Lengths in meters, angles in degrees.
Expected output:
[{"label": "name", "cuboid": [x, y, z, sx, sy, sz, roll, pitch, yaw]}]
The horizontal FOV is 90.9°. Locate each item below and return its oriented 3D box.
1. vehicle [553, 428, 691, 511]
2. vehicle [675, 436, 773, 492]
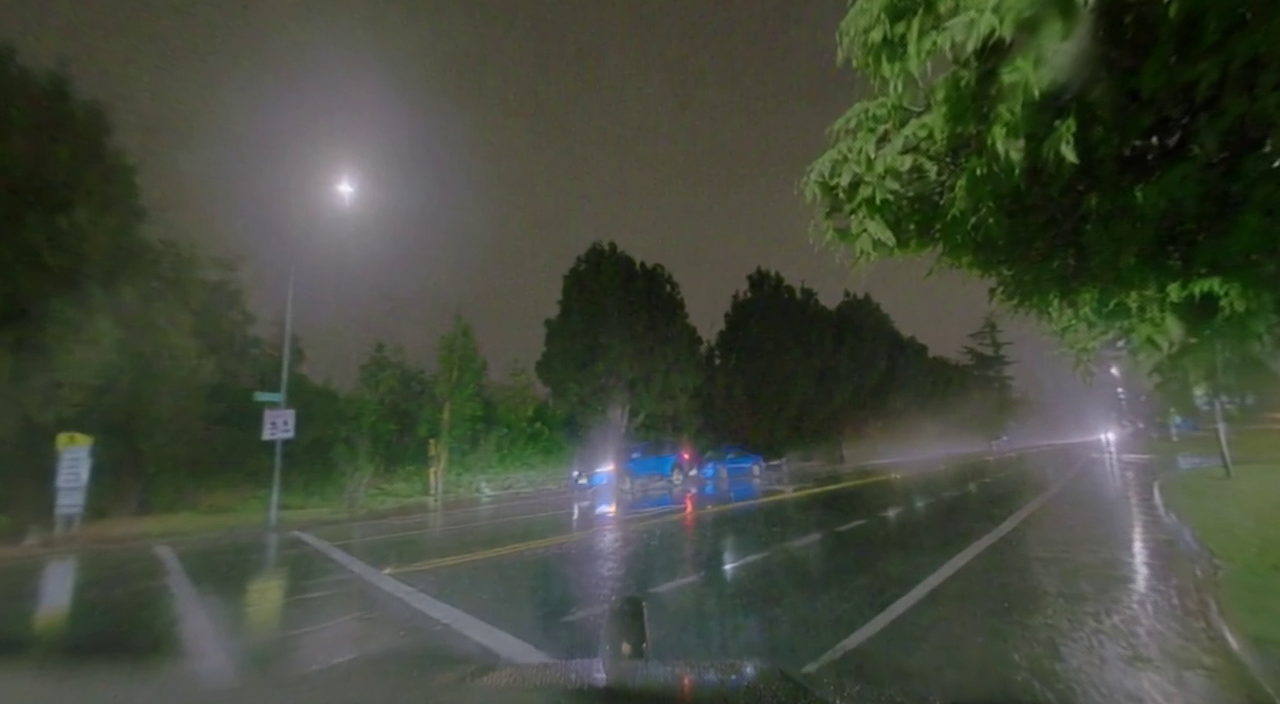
[{"label": "vehicle", "cuboid": [-0.483, 4.130, 22.707, 2.159, 1.959, 5.179, -11, -5, 33]}, {"label": "vehicle", "cuboid": [3.792, 4.917, 27.956, 2.087, 1.700, 4.467, -11, -6, 38]}]
